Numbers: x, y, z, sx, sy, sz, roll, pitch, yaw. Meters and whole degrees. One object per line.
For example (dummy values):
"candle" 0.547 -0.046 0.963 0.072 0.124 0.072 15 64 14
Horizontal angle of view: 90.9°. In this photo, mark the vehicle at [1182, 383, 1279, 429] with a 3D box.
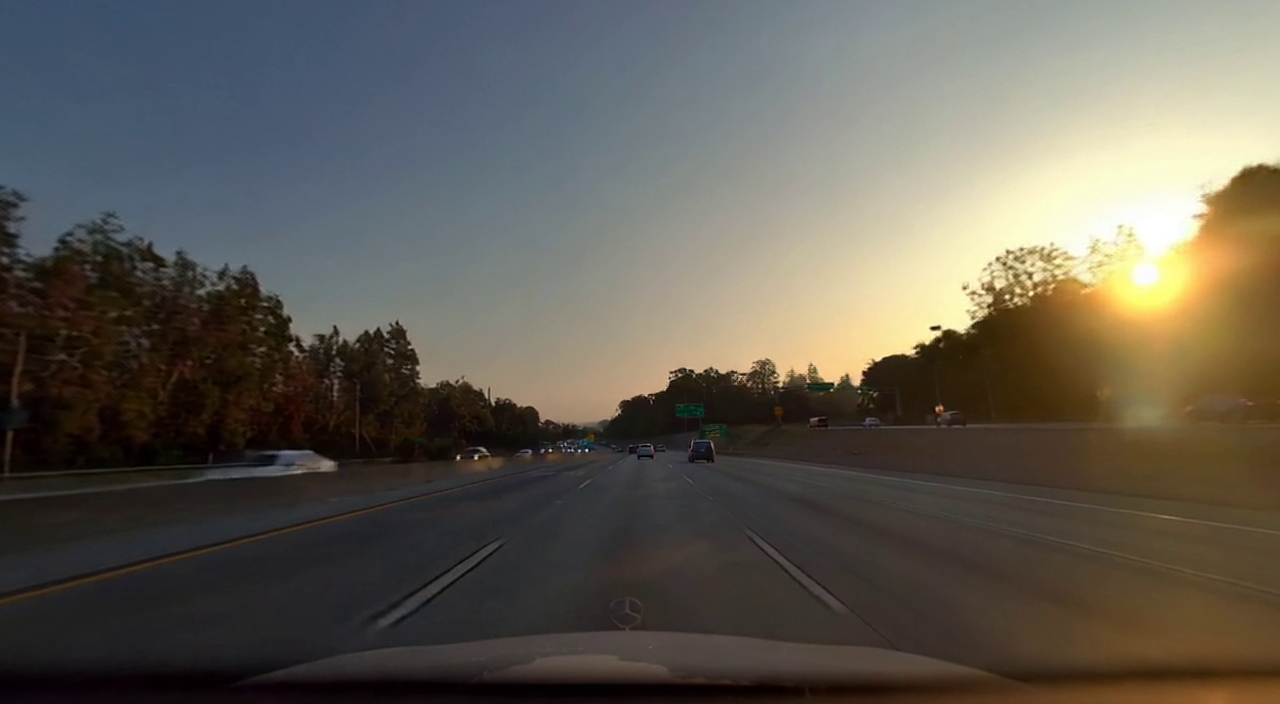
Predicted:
"vehicle" 23.150 2.072 23.618 1.872 1.459 4.502 -1 -8 4

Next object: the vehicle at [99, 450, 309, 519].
"vehicle" -10.937 3.316 16.415 1.954 1.477 4.834 0 -8 1

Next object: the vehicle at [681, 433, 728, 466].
"vehicle" 4.202 6.482 42.133 2.505 2.020 5.532 0 -8 -1
